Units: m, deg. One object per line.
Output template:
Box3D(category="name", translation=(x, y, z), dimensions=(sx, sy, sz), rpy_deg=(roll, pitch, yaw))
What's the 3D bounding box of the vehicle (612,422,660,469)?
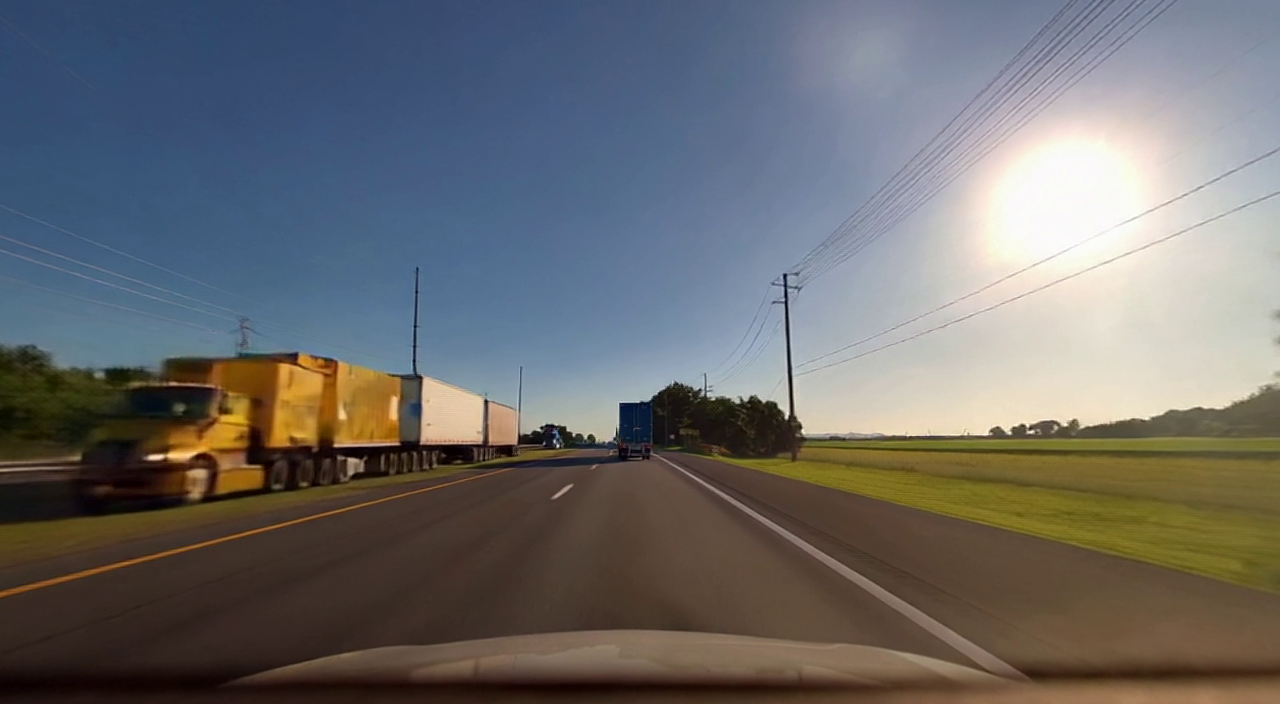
Box3D(category="vehicle", translation=(-0.298, 4.680, 31.563), dimensions=(2.240, 2.129, 4.480), rpy_deg=(0, -8, -2))
